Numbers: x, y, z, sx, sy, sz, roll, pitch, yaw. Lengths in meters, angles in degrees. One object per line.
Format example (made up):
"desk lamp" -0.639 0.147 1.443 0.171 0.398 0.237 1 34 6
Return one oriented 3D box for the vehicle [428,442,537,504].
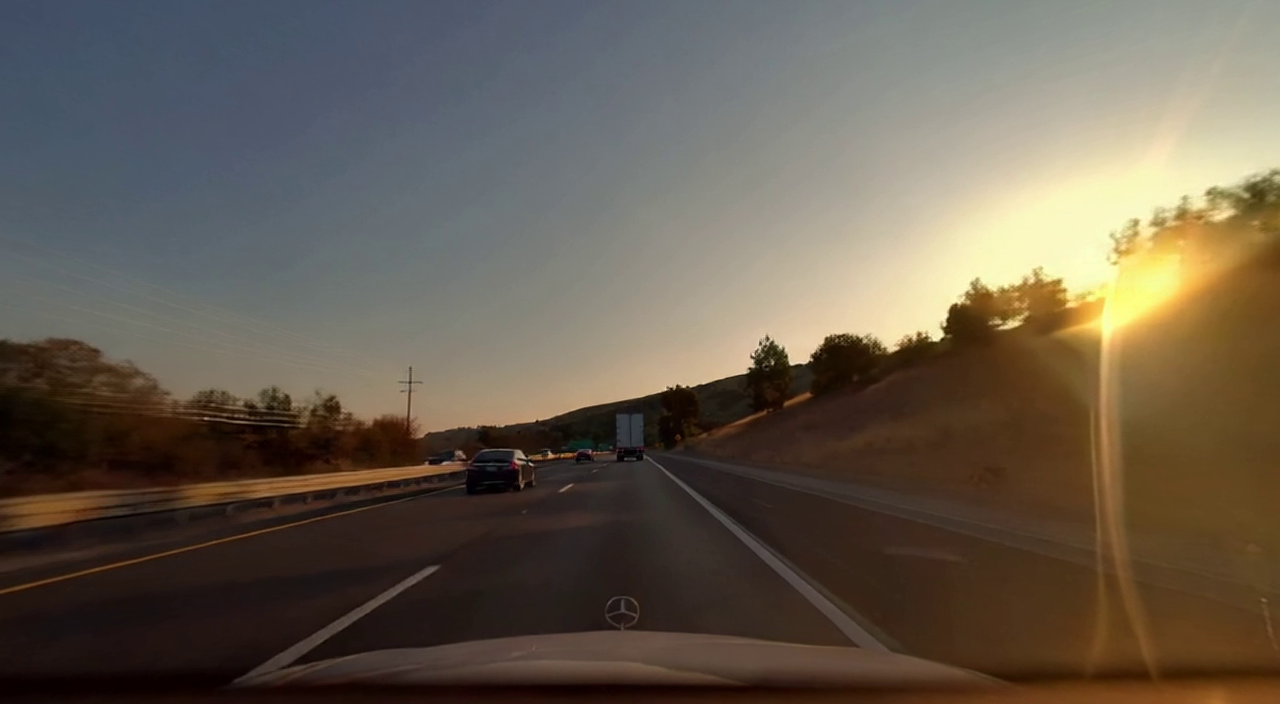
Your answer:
"vehicle" -4.226 3.319 17.697 1.978 1.507 4.062 0 -9 0
